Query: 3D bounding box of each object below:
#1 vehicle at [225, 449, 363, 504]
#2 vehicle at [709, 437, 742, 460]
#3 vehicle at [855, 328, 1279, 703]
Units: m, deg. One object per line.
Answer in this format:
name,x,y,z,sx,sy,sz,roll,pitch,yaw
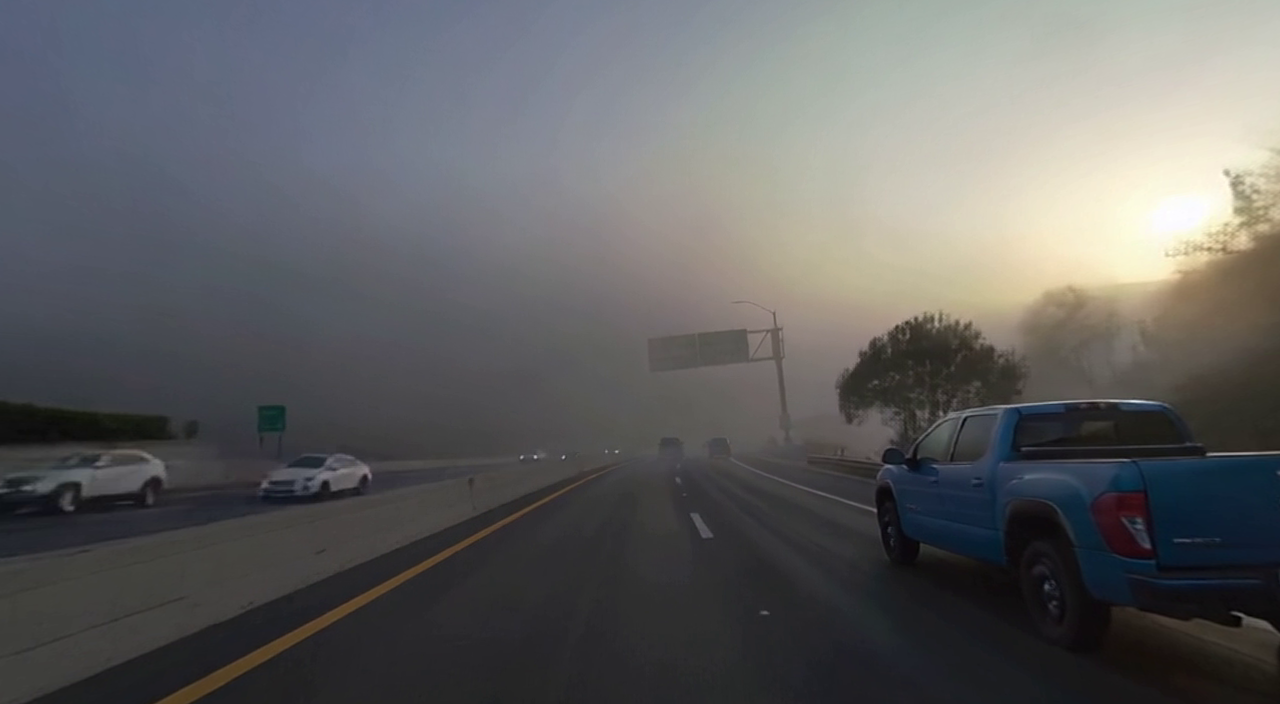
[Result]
vehicle,-11.428,4.107,21.309,1.954,1.605,4.462,-1,-9,3
vehicle,6.471,7.388,48.374,2.249,1.635,4.118,-1,-9,4
vehicle,3.564,1.113,4.747,2.151,1.744,4.709,0,-8,-1
